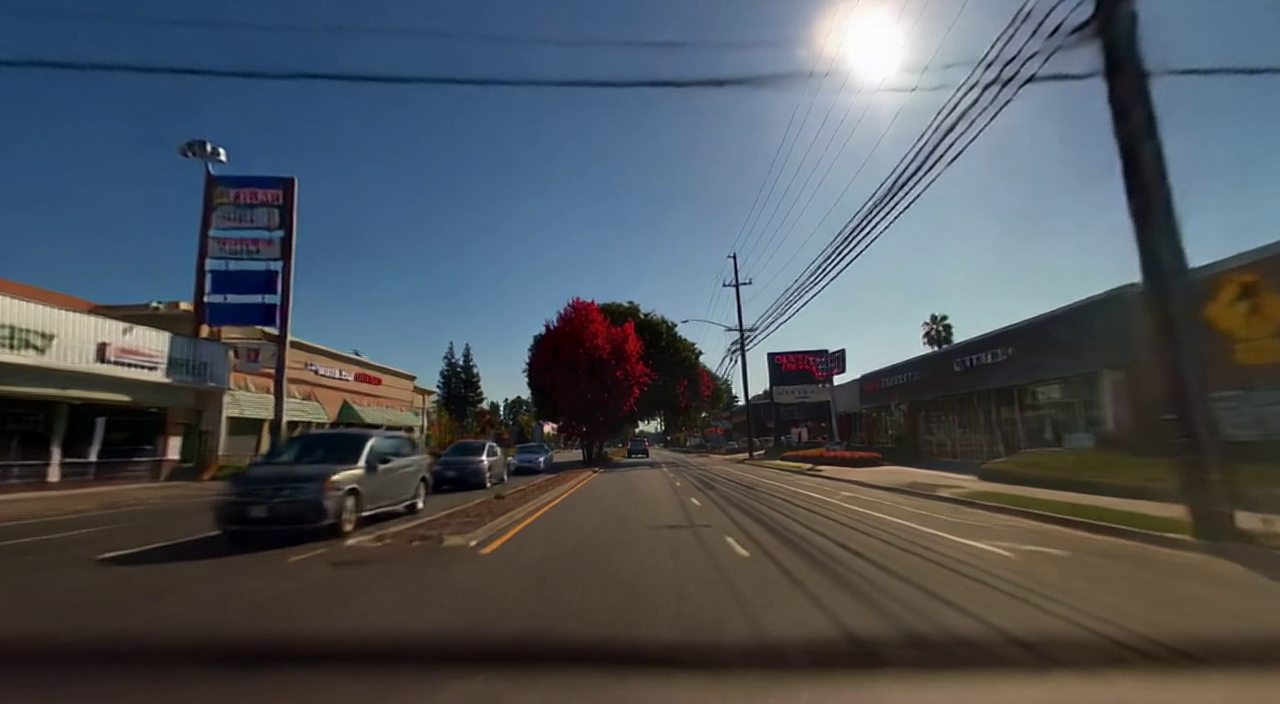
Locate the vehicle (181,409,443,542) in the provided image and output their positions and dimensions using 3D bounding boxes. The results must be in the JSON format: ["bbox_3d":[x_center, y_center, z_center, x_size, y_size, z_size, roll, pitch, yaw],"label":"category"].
[{"bbox_3d":[-5.536,2.144,11.710,2.278,1.828,4.970,-2,-8,-1],"label":"vehicle"}]

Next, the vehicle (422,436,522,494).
[{"bbox_3d":[-5.083,3.459,19.806,1.909,1.524,4.614,-2,-8,0],"label":"vehicle"}]
